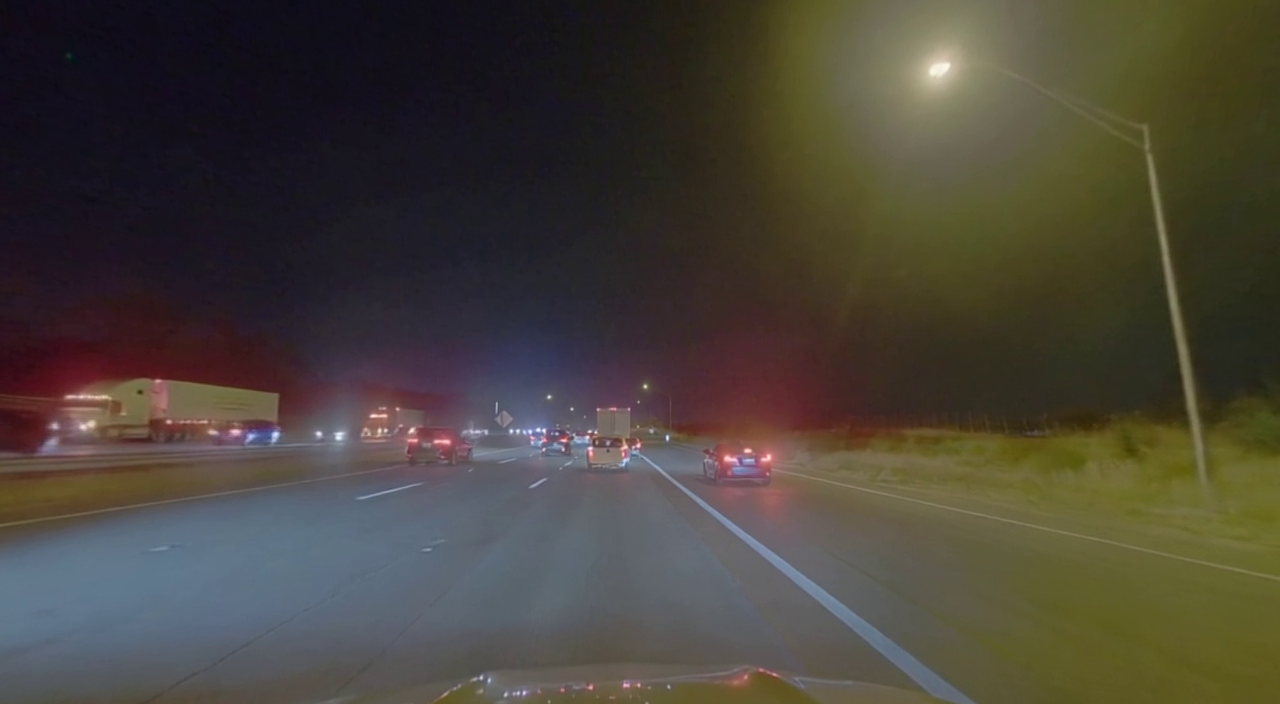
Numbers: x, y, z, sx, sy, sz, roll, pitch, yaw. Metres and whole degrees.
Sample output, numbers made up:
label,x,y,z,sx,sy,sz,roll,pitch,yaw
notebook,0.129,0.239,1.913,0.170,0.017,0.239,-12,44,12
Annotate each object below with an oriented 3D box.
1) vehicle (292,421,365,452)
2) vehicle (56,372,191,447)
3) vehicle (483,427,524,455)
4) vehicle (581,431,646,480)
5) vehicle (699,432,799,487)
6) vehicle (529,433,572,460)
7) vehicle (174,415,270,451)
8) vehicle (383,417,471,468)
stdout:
label,x,y,z,sx,sy,sz,roll,pitch,yaw
vehicle,-16.188,4.422,32.897,1.903,1.506,3.980,0,-8,-3
vehicle,-28.562,3.310,35.117,2.908,3.868,5.411,0,-8,-3
vehicle,-9.473,6.205,43.933,1.992,1.838,4.493,0,-8,-2
vehicle,-0.885,3.410,21.093,1.980,1.478,3.758,0,-8,-2
vehicle,3.175,3.207,19.289,1.981,1.474,4.396,0,-8,-4
vehicle,-5.186,5.522,37.017,2.046,1.493,4.384,0,-8,-2
vehicle,-19.817,3.893,30.021,1.831,1.575,4.218,0,-8,-3
vehicle,-8.699,3.741,26.180,2.158,1.943,4.662,0,-8,-2
